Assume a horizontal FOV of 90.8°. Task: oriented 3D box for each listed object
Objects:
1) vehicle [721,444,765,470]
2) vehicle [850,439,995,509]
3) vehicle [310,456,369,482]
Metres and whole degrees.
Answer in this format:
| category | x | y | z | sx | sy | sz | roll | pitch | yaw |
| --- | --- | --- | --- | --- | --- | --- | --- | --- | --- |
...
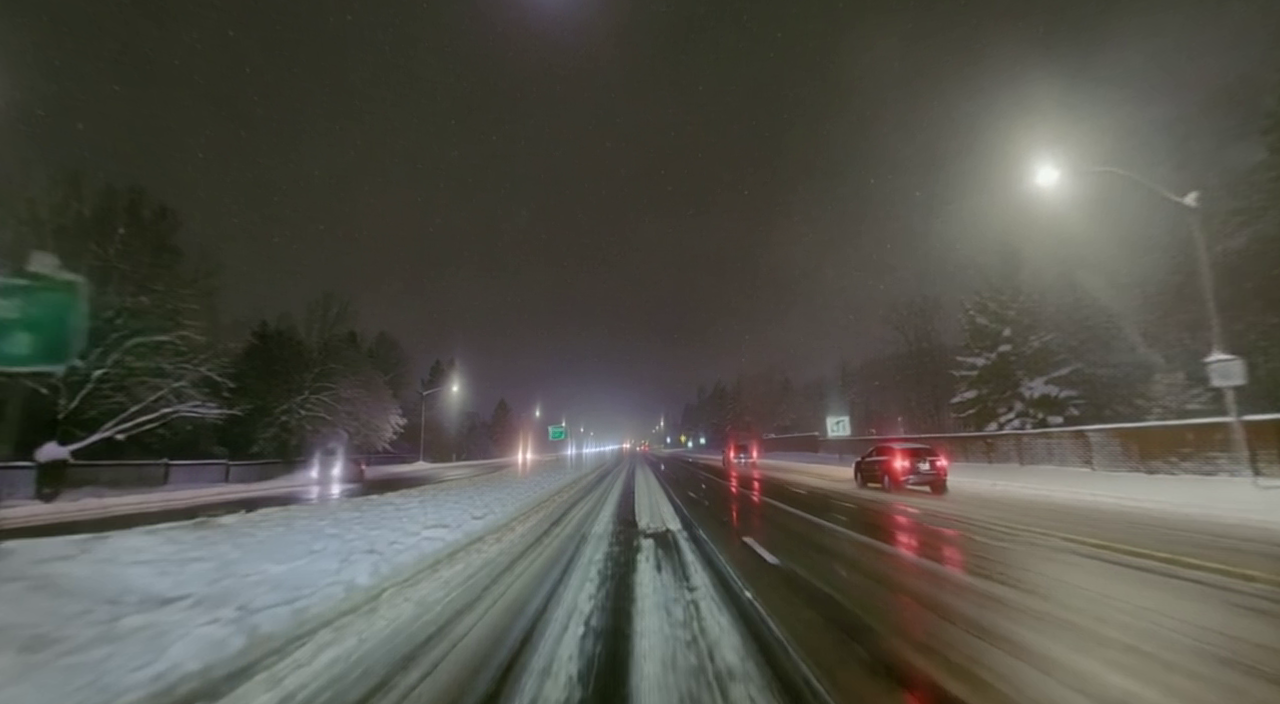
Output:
| category | x | y | z | sx | sy | sz | roll | pitch | yaw |
| --- | --- | --- | --- | --- | --- | --- | --- | --- | --- |
| vehicle | 6.569 | 6.745 | 40.817 | 1.987 | 1.597 | 4.463 | 0 | -8 | -2 |
| vehicle | 6.834 | 2.955 | 15.750 | 1.838 | 1.518 | 3.713 | 0 | -8 | -1 |
| vehicle | -19.542 | 7.628 | 41.260 | 1.797 | 1.528 | 3.941 | 0 | -8 | 1 |
